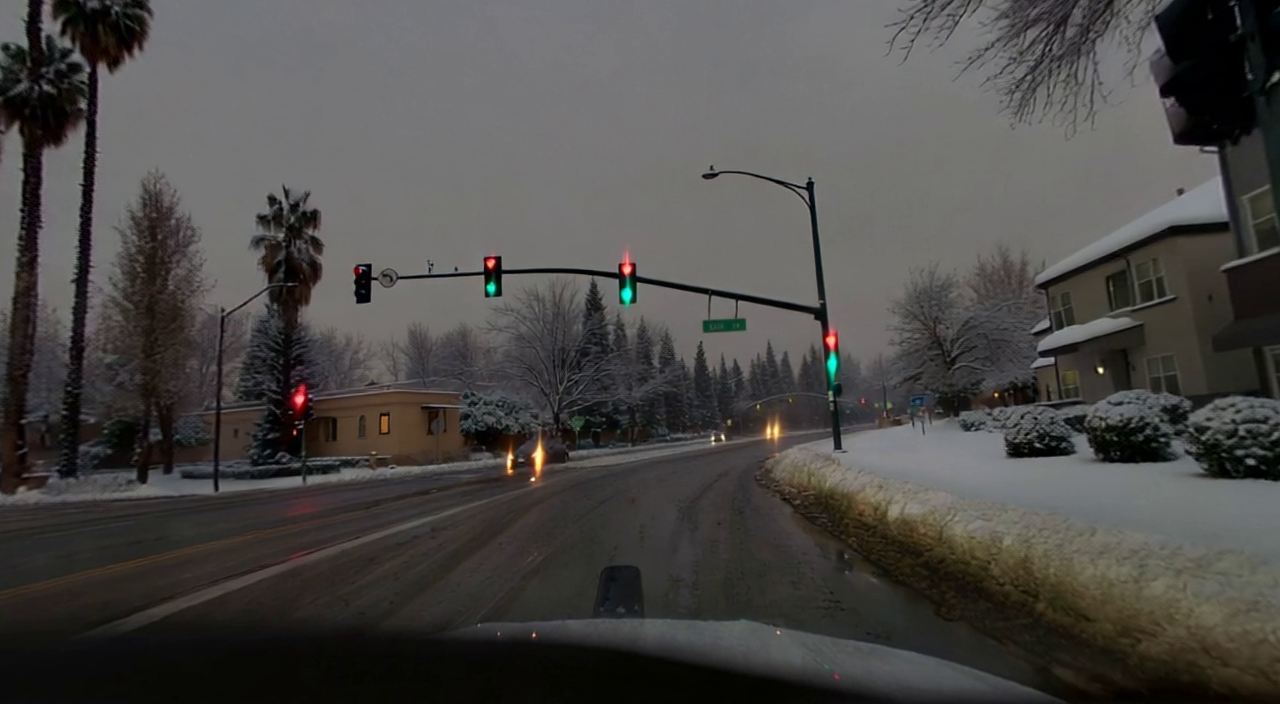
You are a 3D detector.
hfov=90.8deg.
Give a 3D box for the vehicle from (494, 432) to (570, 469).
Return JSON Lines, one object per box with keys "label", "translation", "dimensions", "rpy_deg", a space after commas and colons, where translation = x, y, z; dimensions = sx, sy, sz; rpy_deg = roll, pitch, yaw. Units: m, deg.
{"label": "vehicle", "translation": [-5.631, 5.228, 33.651], "dimensions": [2.181, 1.792, 4.648], "rpy_deg": [-3, -9, 16]}
